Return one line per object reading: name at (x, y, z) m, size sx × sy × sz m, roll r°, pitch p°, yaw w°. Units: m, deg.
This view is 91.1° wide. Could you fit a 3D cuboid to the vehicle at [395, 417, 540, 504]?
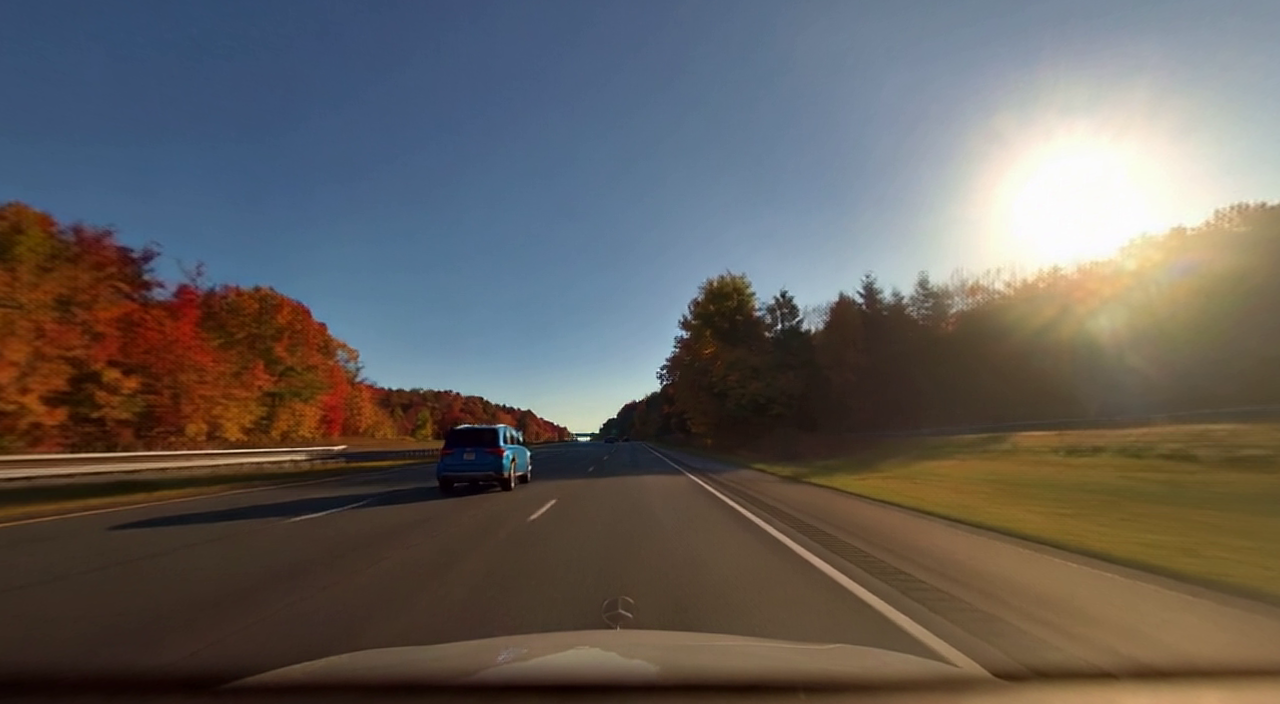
vehicle at (-3.707, 2.416, 14.514) m, size 2.057 × 1.666 × 4.552 m, roll 0°, pitch -8°, yaw 0°
